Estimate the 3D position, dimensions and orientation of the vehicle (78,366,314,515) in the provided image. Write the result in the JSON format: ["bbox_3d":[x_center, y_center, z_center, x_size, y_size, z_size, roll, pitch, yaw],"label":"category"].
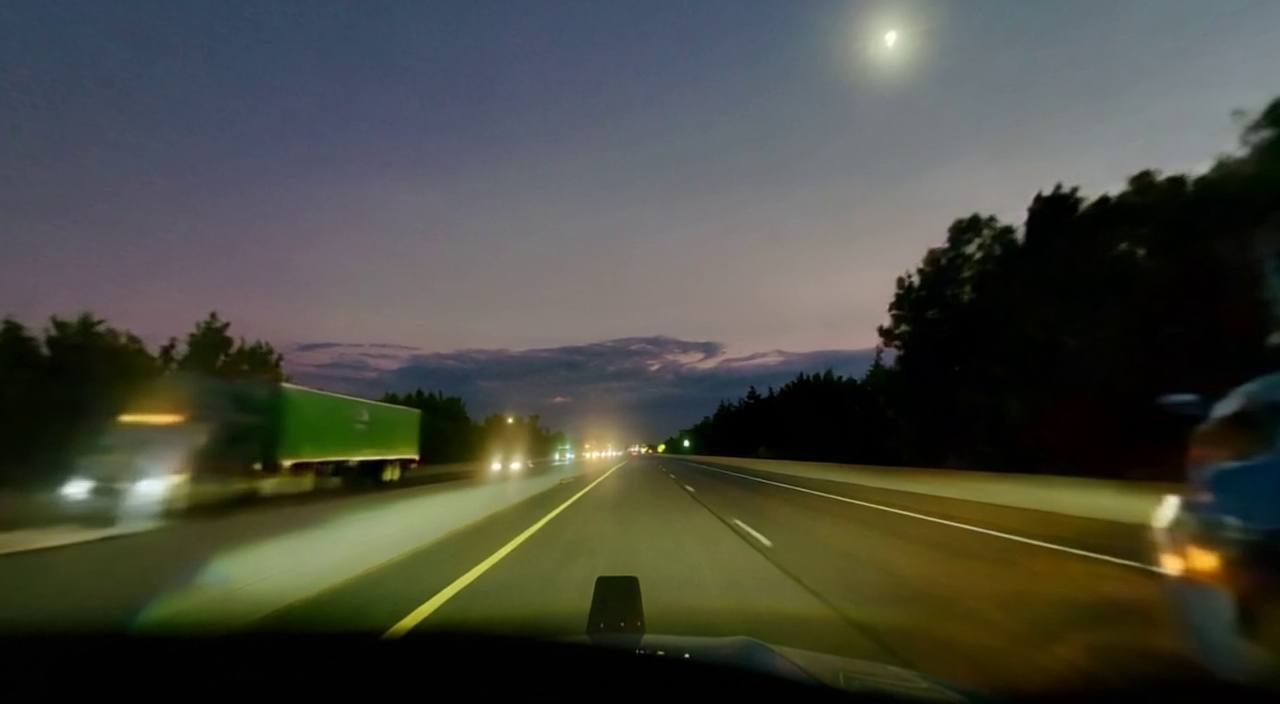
[{"bbox_3d":[-13.506,2.810,20.002,3.012,3.998,5.861,0,-9,0],"label":"vehicle"}]

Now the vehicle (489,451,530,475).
[{"bbox_3d":[-8.698,7.414,42.194,1.872,1.517,3.967,0,-9,0],"label":"vehicle"}]
